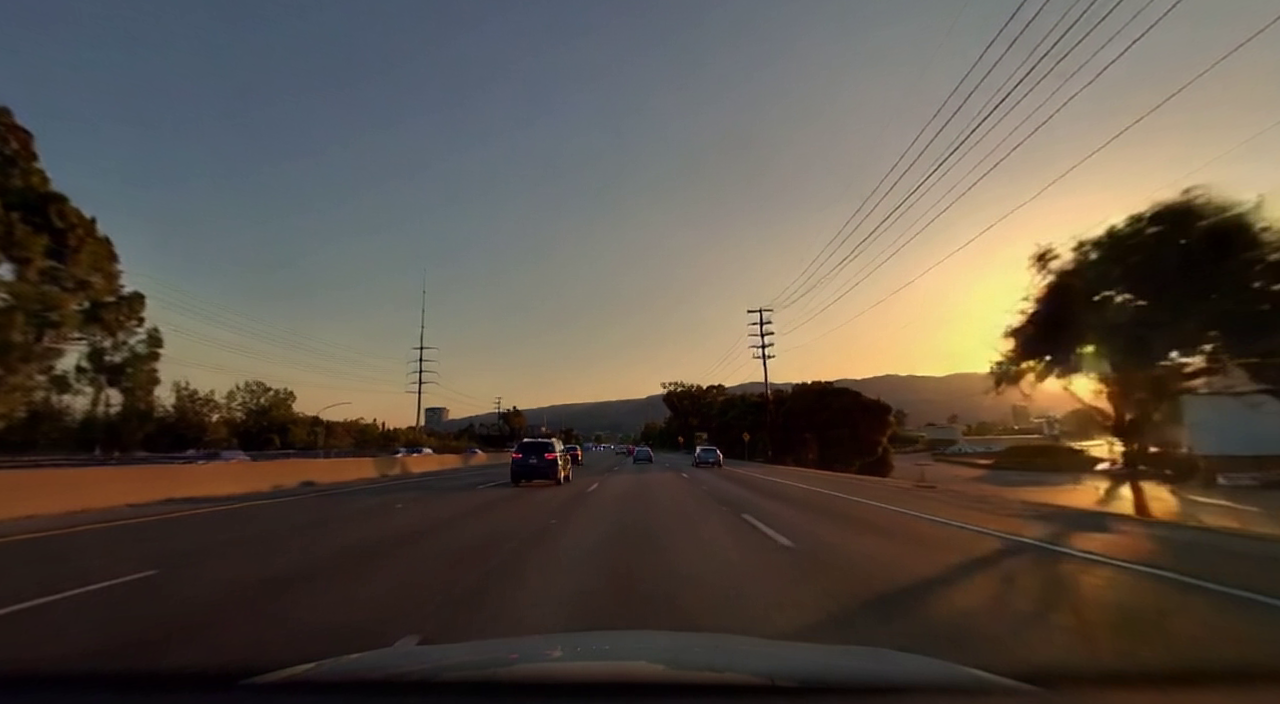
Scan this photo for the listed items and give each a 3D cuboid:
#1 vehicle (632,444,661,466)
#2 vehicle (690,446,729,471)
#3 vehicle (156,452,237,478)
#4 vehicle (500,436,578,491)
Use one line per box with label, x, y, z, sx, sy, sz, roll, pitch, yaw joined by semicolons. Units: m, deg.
vehicle;0.476;7.976;48.962;2.156;1.647;3.987;0;-9;0
vehicle;4.385;6.738;40.205;1.964;1.479;4.252;0;-9;-1
vehicle;-28.781;7.318;41.116;1.862;1.515;4.643;0;-9;1
vehicle;-3.399;3.845;22.027;1.961;1.704;4.052;0;-9;1
